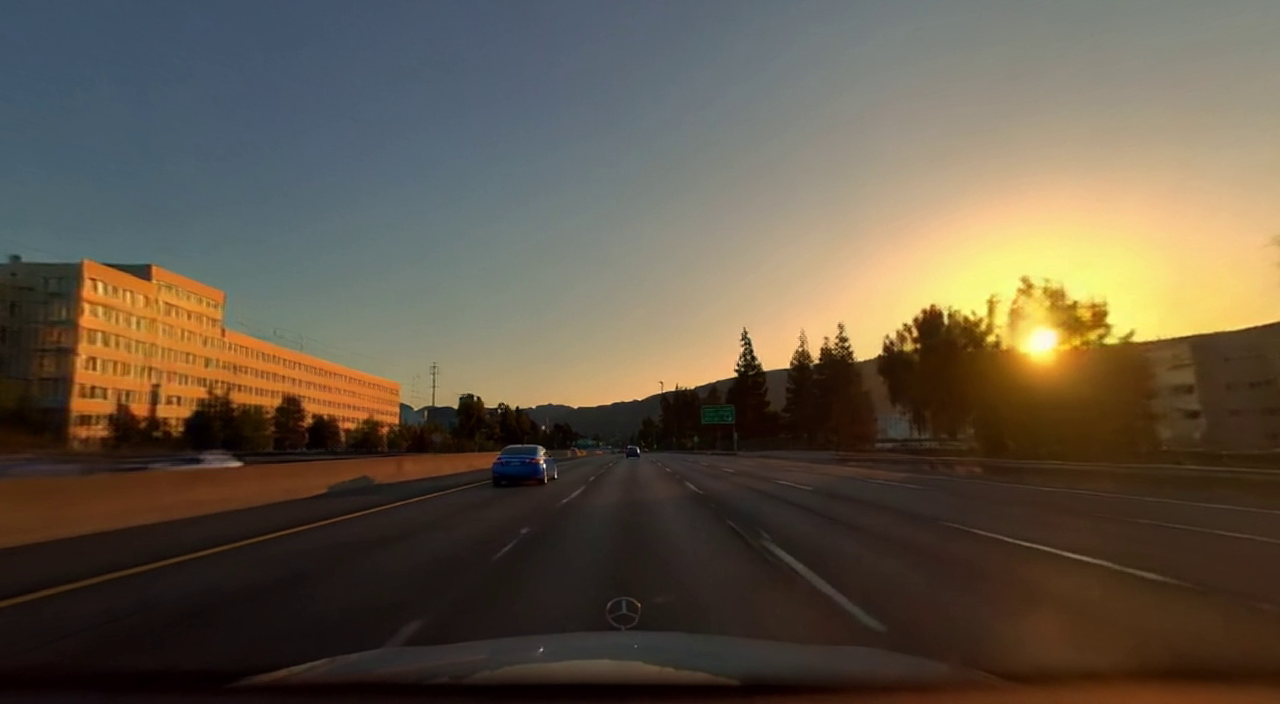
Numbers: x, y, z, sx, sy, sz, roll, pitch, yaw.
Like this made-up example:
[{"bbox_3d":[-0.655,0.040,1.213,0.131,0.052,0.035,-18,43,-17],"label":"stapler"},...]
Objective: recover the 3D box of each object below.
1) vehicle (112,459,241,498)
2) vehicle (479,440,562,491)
[{"bbox_3d":[-20.382,5.559,28.114,2.086,1.479,4.780,0,-9,0],"label":"vehicle"},{"bbox_3d":[-3.852,3.744,21.153,1.900,1.492,4.495,0,-9,0],"label":"vehicle"}]
